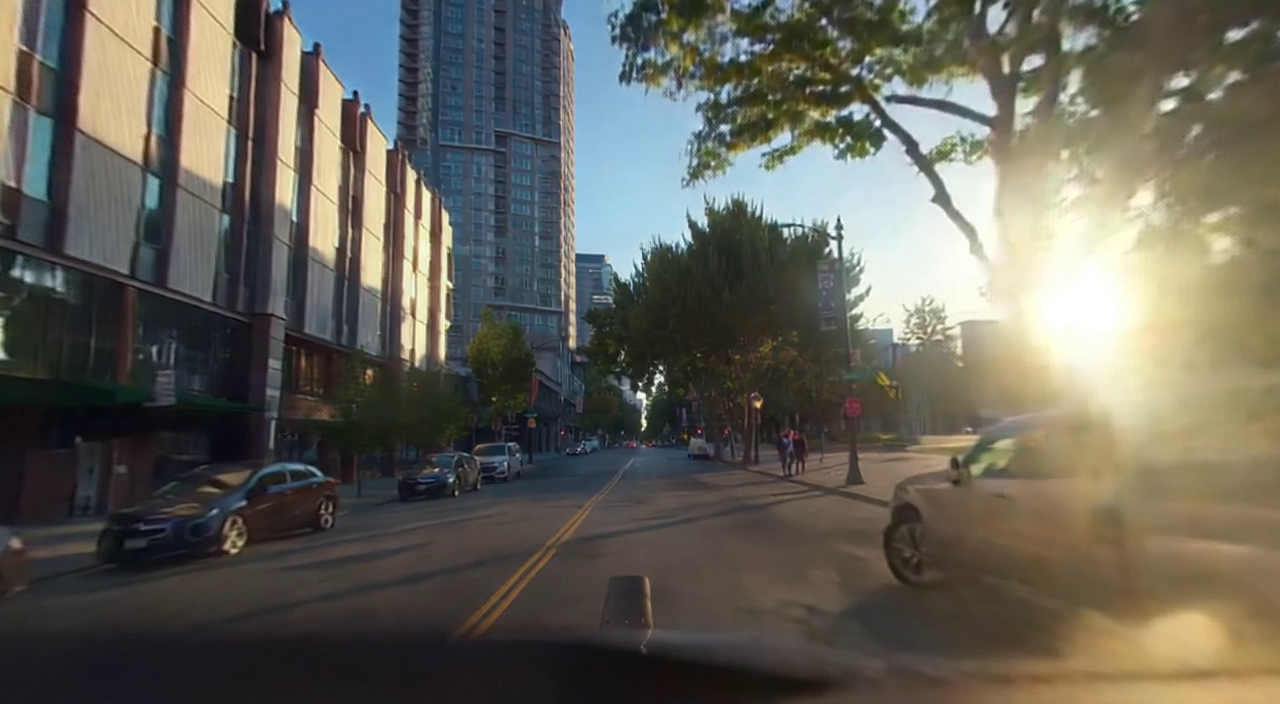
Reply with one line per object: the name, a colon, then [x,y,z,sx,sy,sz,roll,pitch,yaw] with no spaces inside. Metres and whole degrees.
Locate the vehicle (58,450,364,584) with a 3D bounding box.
vehicle: [-6.645,2.515,10.583,2.110,1.498,4.555,-5,-8,-2]

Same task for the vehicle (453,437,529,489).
vehicle: [-6.491,4.854,27.995,2.273,1.871,4.920,-5,-8,-2]

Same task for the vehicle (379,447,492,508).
vehicle: [-6.651,4.089,21.142,2.270,1.539,4.855,-5,-8,-2]

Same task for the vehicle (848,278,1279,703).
vehicle: [3.916,1.000,4.651,2.568,2.001,5.999,1,-8,-2]
